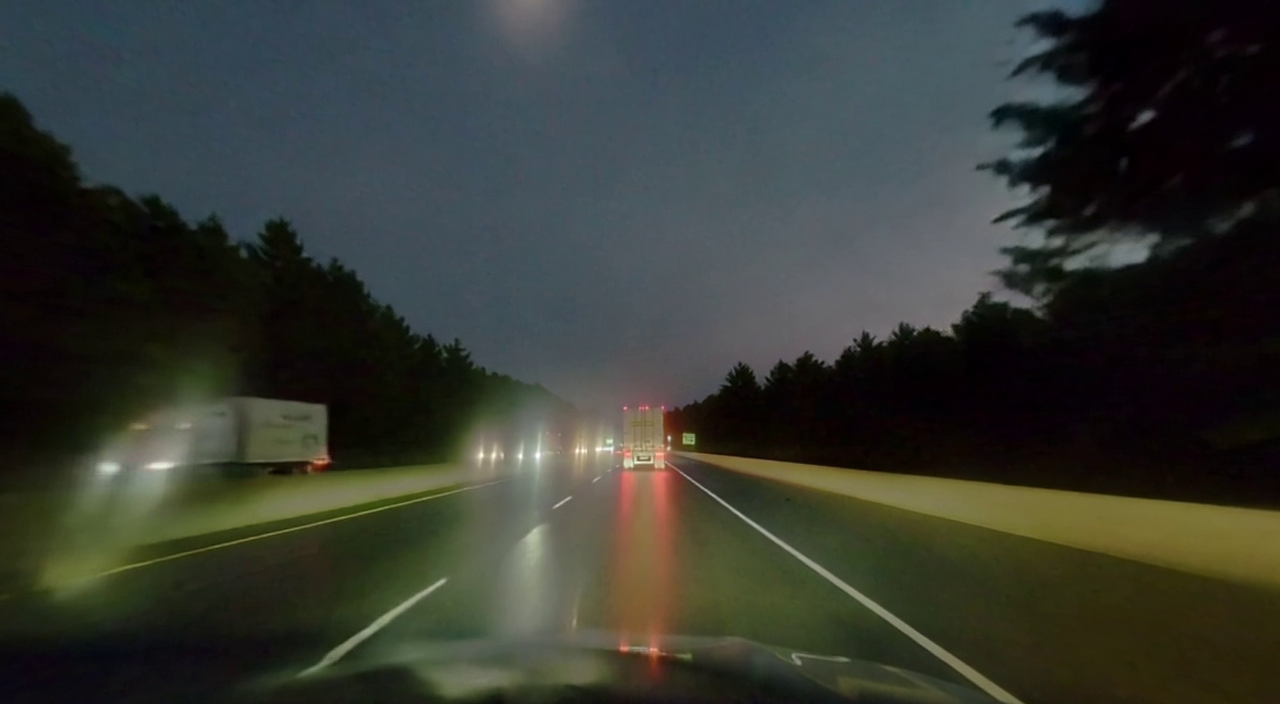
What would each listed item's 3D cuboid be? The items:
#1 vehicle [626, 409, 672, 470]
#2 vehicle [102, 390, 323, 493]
[{"bbox_3d":[0.495,6.516,46.466,3.024,3.965,10.399,0,-9,-1],"label":"vehicle"},{"bbox_3d":[-16.708,3.698,25.767,2.889,3.506,8.390,0,-9,1],"label":"vehicle"}]
